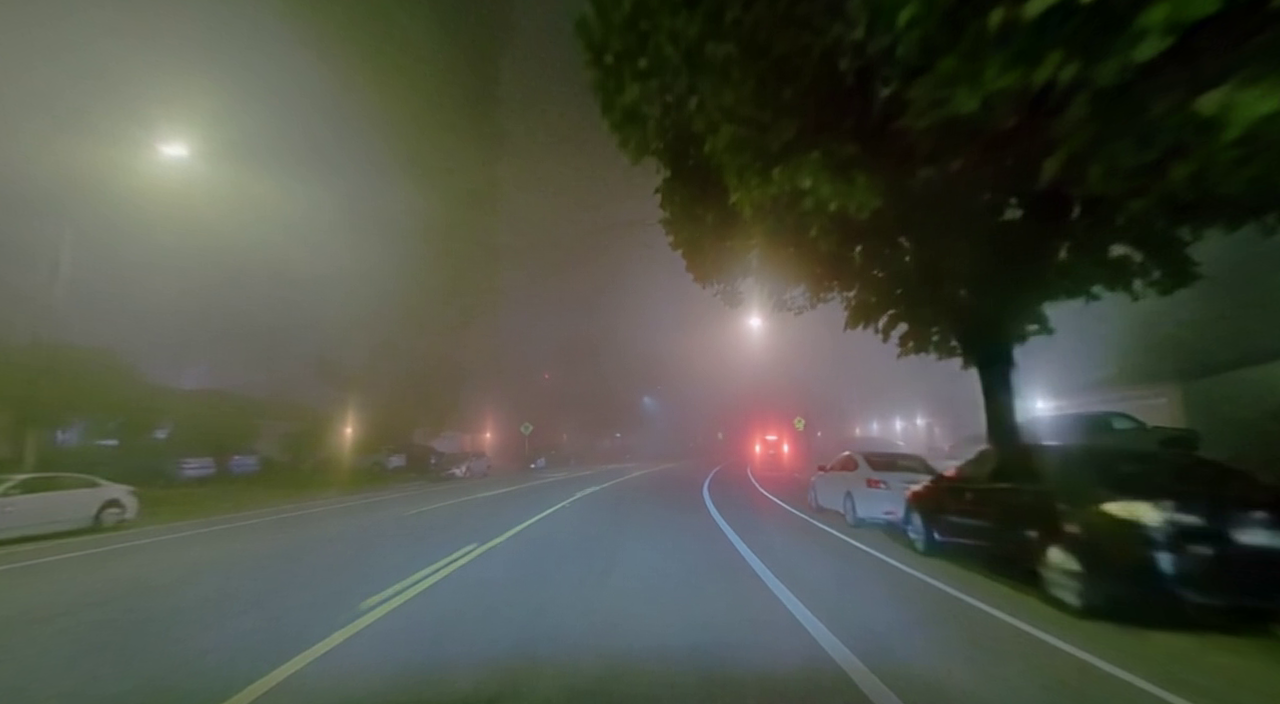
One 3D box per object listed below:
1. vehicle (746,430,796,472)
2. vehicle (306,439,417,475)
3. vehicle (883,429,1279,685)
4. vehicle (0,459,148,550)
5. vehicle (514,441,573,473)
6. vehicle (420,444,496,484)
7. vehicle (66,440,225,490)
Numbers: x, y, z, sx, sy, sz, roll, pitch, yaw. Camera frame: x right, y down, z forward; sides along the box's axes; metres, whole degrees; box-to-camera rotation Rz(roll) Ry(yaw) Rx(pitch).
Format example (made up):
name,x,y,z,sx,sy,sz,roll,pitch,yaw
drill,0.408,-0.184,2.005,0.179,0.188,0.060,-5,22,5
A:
name,x,y,z,sx,sy,sz,roll,pitch,yaw
vehicle,7.732,5.852,37.390,2.574,2.156,6.672,-3,-9,11
vehicle,-15.462,5.808,35.112,5.192,1.915,2.200,-1,-8,9
vehicle,4.226,1.586,6.023,1.996,1.466,4.458,3,-8,-1
vehicle,-11.670,2.838,11.444,2.091,1.461,4.058,-5,-13,1
vehicle,-6.837,7.516,45.276,2.450,1.998,5.367,-5,-9,10
vehicle,-9.270,5.733,32.489,2.105,1.776,4.657,-4,-9,7
vehicle,-19.025,4.305,24.329,4.610,1.714,2.160,0,-9,10
